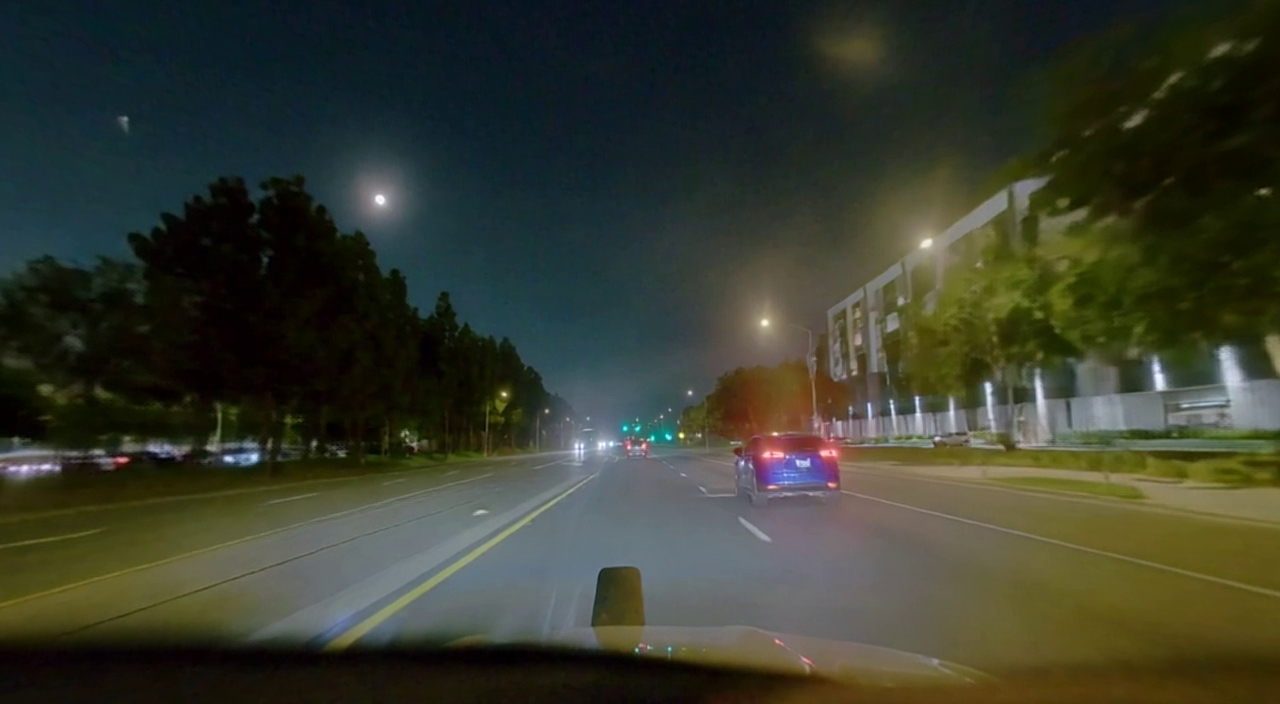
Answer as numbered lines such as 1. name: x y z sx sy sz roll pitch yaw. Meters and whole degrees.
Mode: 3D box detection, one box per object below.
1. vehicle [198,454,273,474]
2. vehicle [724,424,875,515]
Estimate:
1. vehicle: -31.023 8.591 48.546 4.415 1.418 1.961 0 -8 -1
2. vehicle: 3.233 2.476 13.813 2.060 1.665 4.284 0 -8 -2
